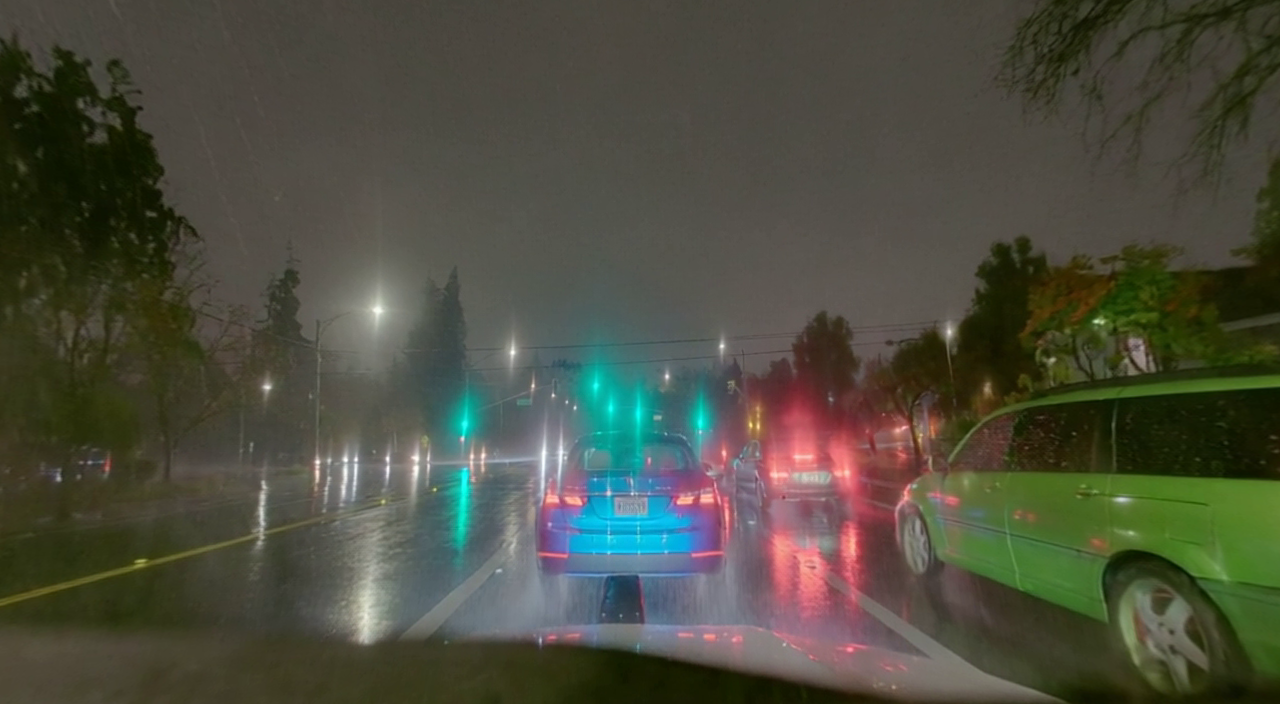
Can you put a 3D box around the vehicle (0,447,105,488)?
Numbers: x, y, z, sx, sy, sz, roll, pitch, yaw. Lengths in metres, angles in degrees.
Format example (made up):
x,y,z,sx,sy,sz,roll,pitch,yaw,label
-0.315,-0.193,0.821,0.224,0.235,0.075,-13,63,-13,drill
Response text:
x,y,z,sx,sy,sz,roll,pitch,yaw,label
-22.529,4.236,23.307,4.092,1.438,1.639,-1,-8,1,vehicle

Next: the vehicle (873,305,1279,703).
x,y,z,sx,sy,sz,roll,pitch,yaw,label
3.369,0.966,4.067,2.006,1.766,4.345,0,-8,-1,vehicle

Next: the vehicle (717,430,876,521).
x,y,z,sx,sy,sz,roll,pitch,yaw,label
2.951,2.435,13.064,1.971,1.517,4.521,0,-8,-2,vehicle

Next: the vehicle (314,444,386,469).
x,y,z,sx,sy,sz,roll,pitch,yaw,label
-19.909,7.173,43.499,3.957,1.630,1.881,0,-8,-1,vehicle

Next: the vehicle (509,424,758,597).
x,y,z,sx,sy,sz,roll,pitch,yaw,label
-0.094,1.711,7.715,2.186,1.500,4.141,0,-8,-1,vehicle
